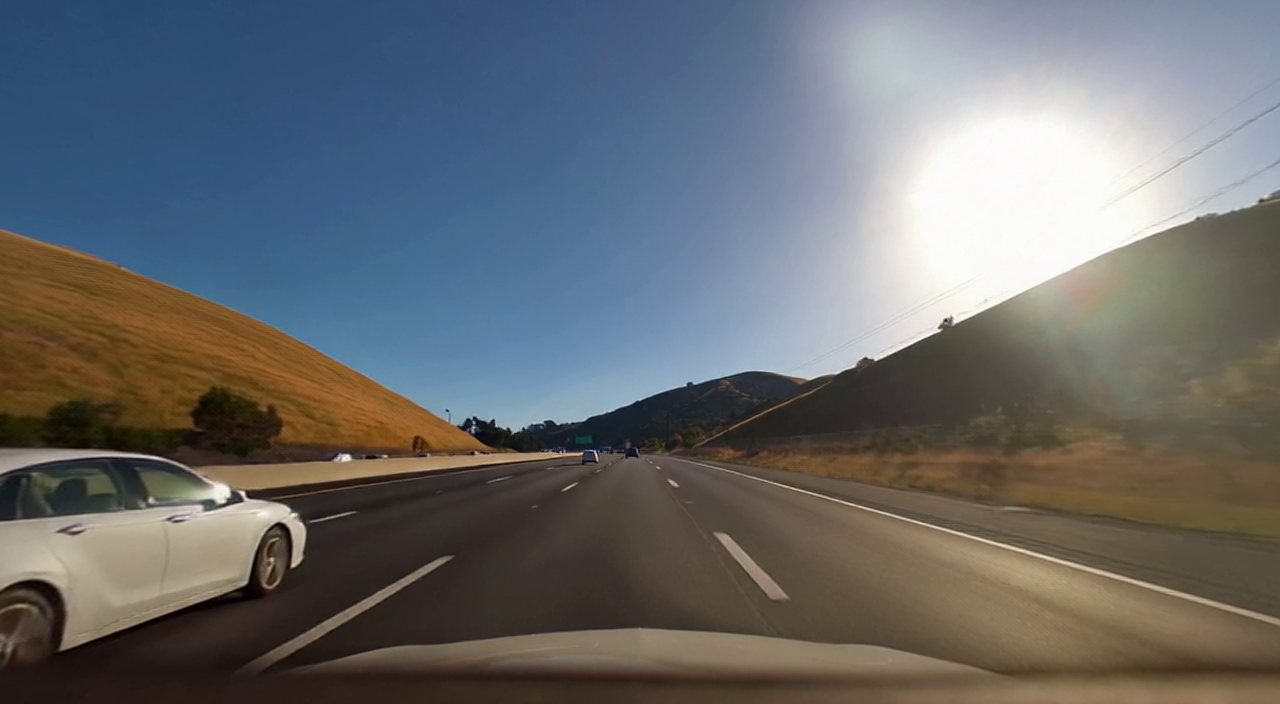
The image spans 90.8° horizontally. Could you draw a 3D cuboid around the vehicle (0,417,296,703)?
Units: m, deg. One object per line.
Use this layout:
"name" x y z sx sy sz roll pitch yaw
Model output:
"vehicle" -4.166 1.087 3.185 2.064 1.489 4.966 0 -9 0
